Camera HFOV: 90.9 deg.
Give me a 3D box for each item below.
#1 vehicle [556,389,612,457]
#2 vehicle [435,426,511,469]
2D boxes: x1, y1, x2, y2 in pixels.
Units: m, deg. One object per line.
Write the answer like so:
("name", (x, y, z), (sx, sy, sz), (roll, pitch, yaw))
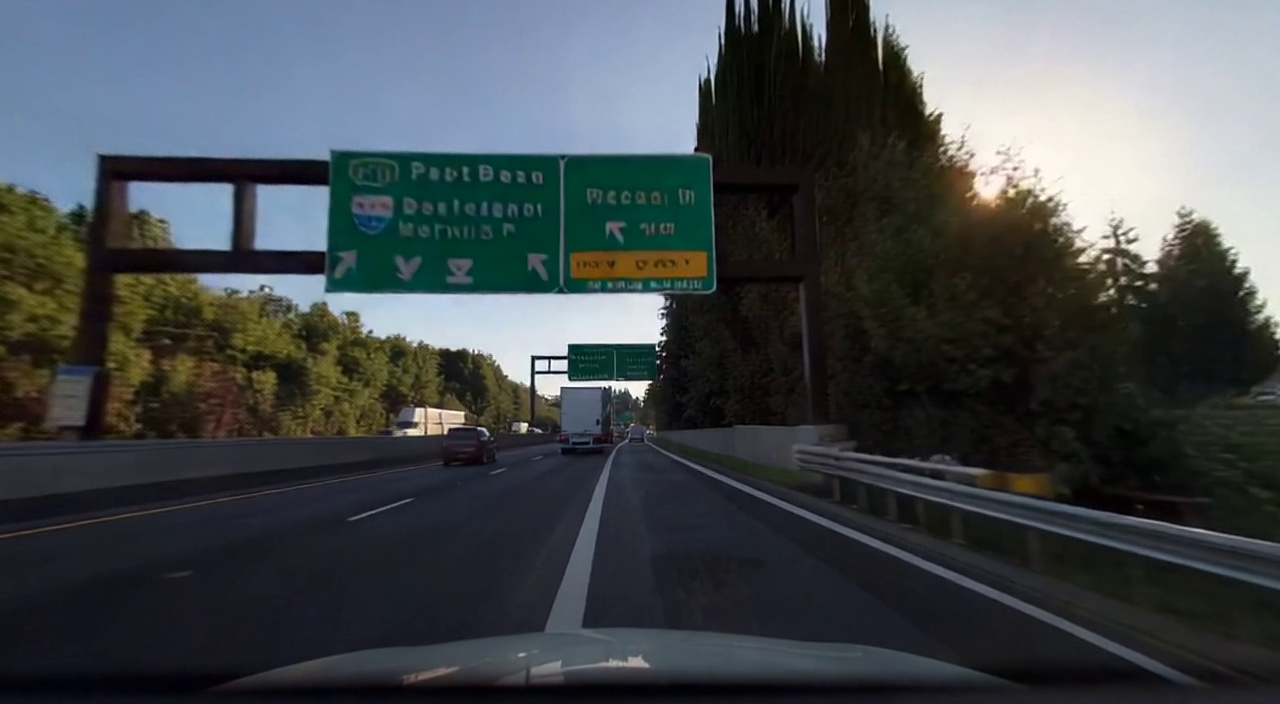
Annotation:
("vehicle", (-3.272, 4.481, 39.059), (2.855, 3.741, 8.587), (0, -7, -2))
("vehicle", (-6.826, 3.932, 26.193), (2.068, 1.647, 4.321), (0, -8, -2))
